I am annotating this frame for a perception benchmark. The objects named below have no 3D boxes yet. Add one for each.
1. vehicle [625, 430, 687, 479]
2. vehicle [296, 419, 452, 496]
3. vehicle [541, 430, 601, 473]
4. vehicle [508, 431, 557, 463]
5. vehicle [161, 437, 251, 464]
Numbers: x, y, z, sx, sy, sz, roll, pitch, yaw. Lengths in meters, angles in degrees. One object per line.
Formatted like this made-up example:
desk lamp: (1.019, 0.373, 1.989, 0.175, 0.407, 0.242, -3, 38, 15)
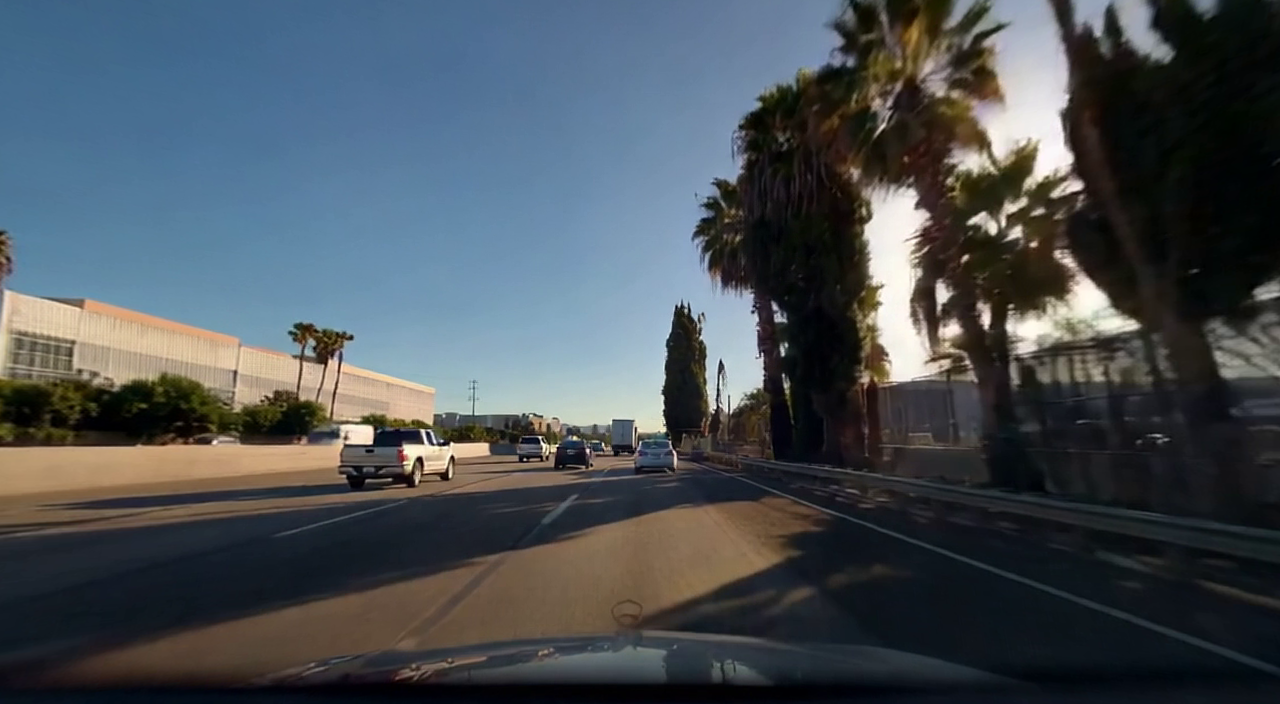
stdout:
vehicle: (0.563, 3.876, 24.080, 2.136, 1.678, 4.052, 0, -8, 0)
vehicle: (-6.907, 2.792, 17.080, 2.105, 1.790, 4.689, 0, -8, 1)
vehicle: (-3.067, 4.538, 28.999, 2.108, 1.832, 4.549, 0, -8, 1)
vehicle: (-6.793, 6.080, 40.434, 2.085, 1.932, 4.967, 0, -8, 2)
vehicle: (-27.486, 6.246, 40.173, 1.946, 1.526, 5.273, -1, -8, 1)
